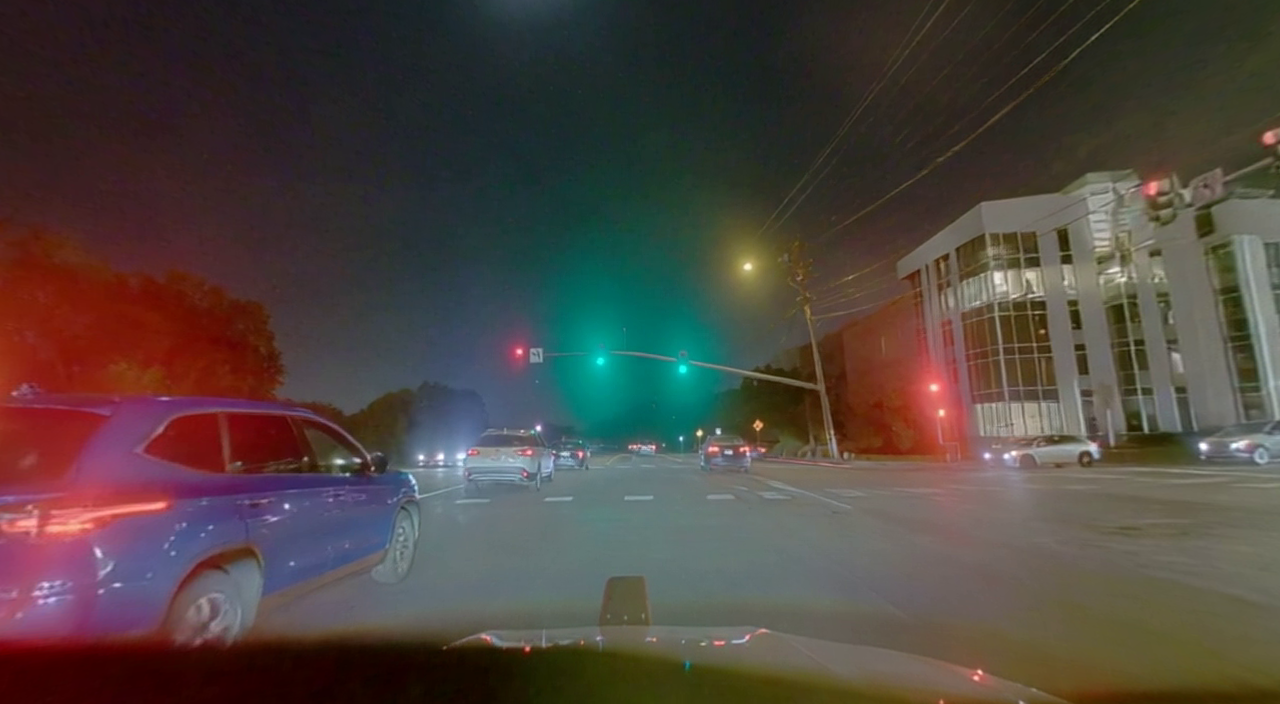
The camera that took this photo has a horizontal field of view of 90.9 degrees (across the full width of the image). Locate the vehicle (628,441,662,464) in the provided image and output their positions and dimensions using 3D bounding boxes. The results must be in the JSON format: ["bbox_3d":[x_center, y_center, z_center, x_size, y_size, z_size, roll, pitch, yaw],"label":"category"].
[{"bbox_3d":[0.370,6.870,43.192,2.185,1.515,4.215,0,-8,1],"label":"vehicle"}]

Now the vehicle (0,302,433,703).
[{"bbox_3d":[-3.153,1.017,4.052,2.127,1.754,4.287,0,-8,1],"label":"vehicle"}]

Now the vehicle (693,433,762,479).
[{"bbox_3d":[3.545,4.332,26.425,2.201,1.734,4.564,0,-8,-1],"label":"vehicle"}]

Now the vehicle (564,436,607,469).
[{"bbox_3d":[-2.916,5.520,34.643,1.900,1.677,4.128,0,-8,2],"label":"vehicle"}]

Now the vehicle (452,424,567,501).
[{"bbox_3d":[-3.230,2.842,16.566,1.958,1.744,4.315,0,-8,2],"label":"vehicle"}]

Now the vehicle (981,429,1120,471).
[{"bbox_3d":[16.332,3.931,25.300,4.119,1.574,2.028,-1,-9,8],"label":"vehicle"}]
